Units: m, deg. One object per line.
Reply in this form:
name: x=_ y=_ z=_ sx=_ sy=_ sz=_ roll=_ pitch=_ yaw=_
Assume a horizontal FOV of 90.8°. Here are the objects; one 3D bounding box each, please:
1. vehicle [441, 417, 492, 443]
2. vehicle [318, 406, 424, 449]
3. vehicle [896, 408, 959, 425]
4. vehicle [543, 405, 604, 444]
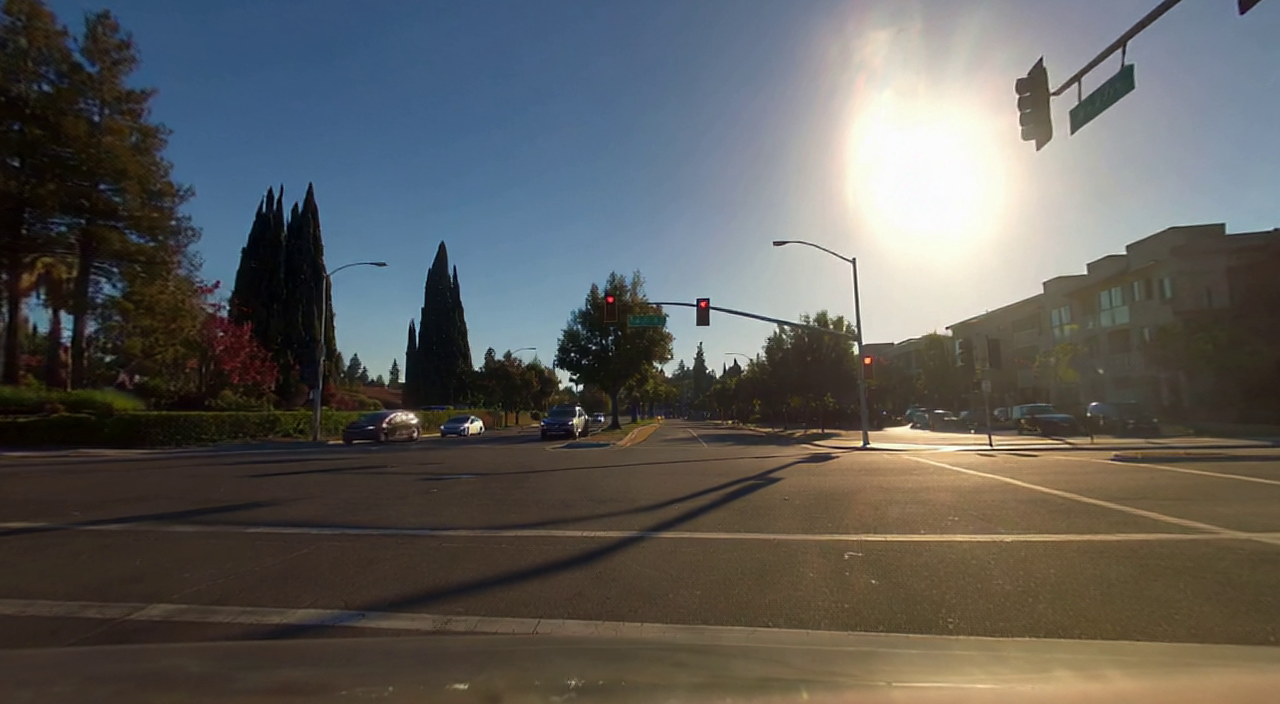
vehicle: x=-11.234 y=5.122 z=41.135 sx=1.899 sy=1.510 sz=4.294 roll=-1 pitch=-8 yaw=3
vehicle: x=-12.866 y=3.730 z=30.680 sx=2.340 sy=1.902 sz=4.920 roll=-2 pitch=-9 yaw=10
vehicle: x=22.005 y=4.942 z=48.439 sx=3.933 sy=1.219 sz=1.700 roll=-1 pitch=-9 yaw=3
vehicle: x=-3.446 y=3.967 z=33.845 sx=2.306 sy=1.907 sz=5.382 roll=-1 pitch=-8 yaw=4
